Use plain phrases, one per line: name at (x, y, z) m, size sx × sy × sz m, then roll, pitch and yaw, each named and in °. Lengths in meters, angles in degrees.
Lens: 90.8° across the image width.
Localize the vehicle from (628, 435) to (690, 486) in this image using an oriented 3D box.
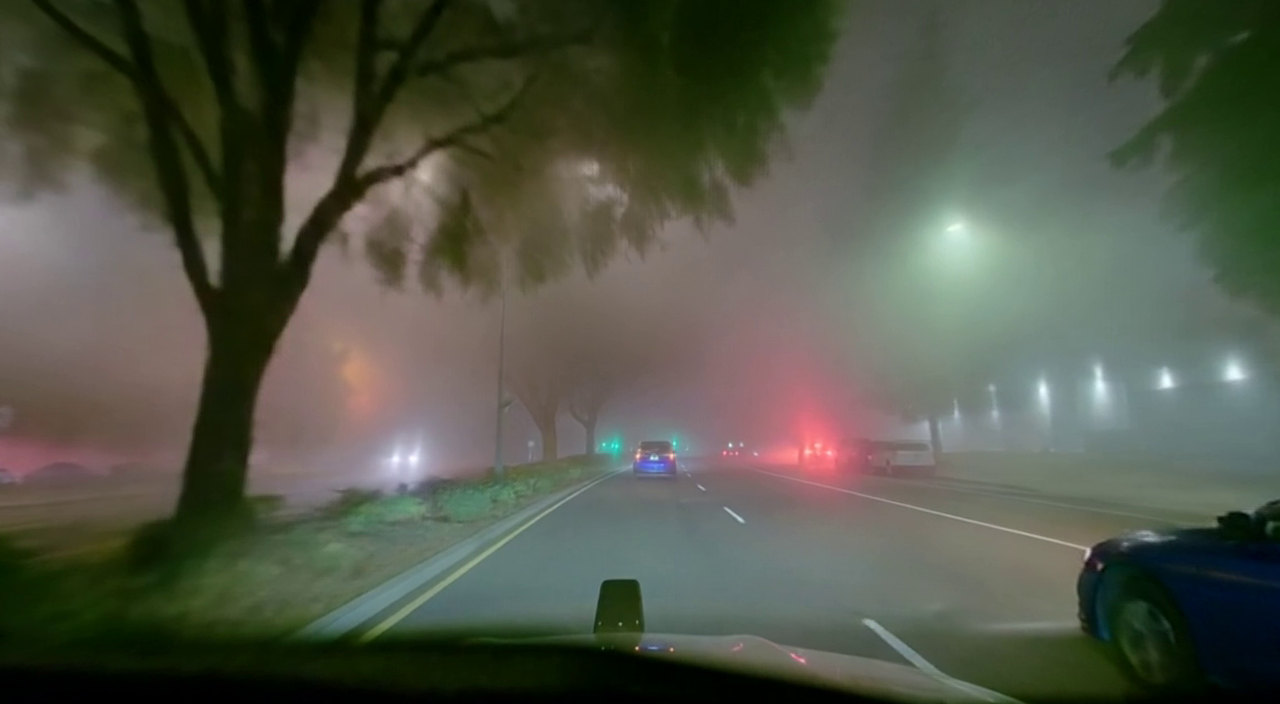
vehicle at (0.686, 3.945, 23.304) m, size 2.085 × 1.693 × 4.301 m, roll 0°, pitch -9°, yaw 1°

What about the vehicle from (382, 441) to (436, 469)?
vehicle at (-15.618, 6.995, 42.940) m, size 2.290 × 1.758 × 4.900 m, roll 1°, pitch -9°, yaw -6°

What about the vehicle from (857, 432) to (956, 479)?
vehicle at (11.623, 4.553, 28.049) m, size 2.139 × 1.849 × 5.246 m, roll 0°, pitch -9°, yaw 1°

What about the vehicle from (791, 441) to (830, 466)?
vehicle at (13.016, 7.757, 48.461) m, size 2.039 × 1.826 × 4.704 m, roll -1°, pitch -9°, yaw 5°

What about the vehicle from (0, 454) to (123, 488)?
vehicle at (-26.970, 5.437, 29.114) m, size 4.346 × 1.434 × 1.969 m, roll 2°, pitch -9°, yaw -13°

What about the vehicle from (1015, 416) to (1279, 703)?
vehicle at (3.638, 0.925, 2.265) m, size 1.918 × 1.418 × 4.360 m, roll 0°, pitch -9°, yaw 0°
